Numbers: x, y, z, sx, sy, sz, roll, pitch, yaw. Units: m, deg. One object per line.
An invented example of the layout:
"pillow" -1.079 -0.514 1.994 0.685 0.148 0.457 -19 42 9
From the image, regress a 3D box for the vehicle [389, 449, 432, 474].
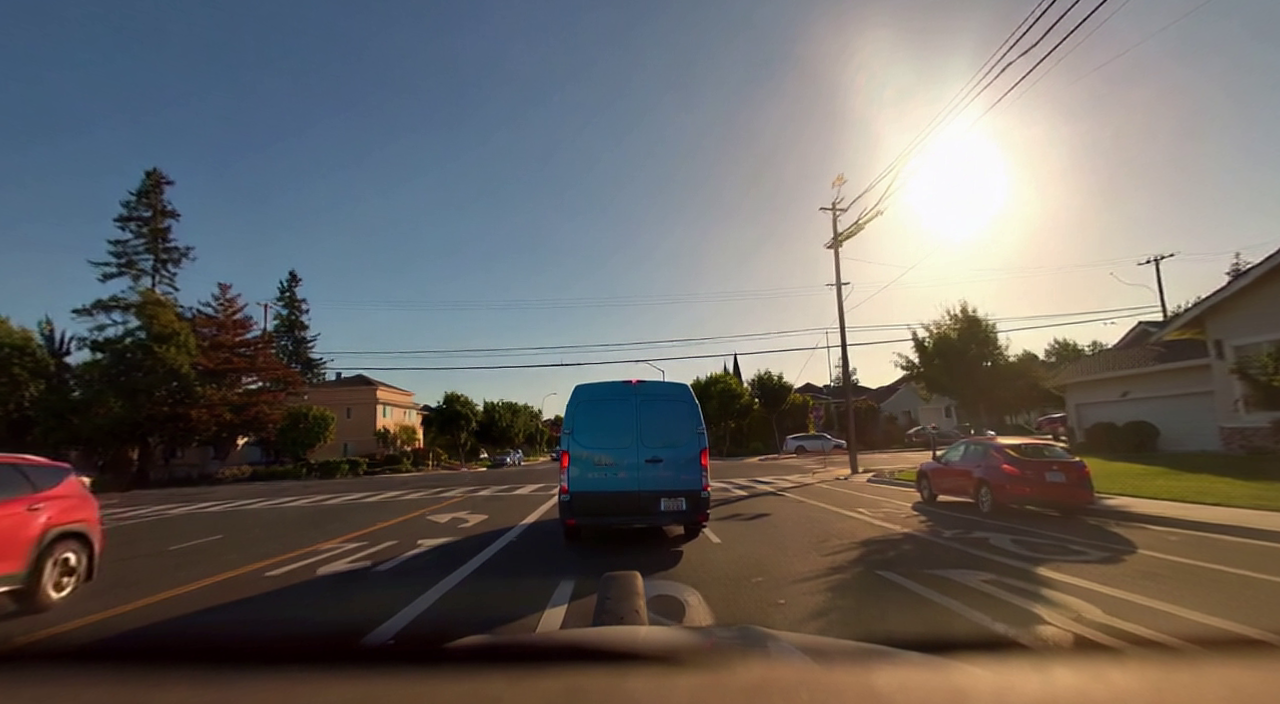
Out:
"vehicle" -17.926 8.556 49.575 1.841 1.769 4.105 0 -9 0

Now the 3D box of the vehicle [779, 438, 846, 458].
"vehicle" 12.972 7.233 47.626 4.483 1.463 1.805 0 -9 0

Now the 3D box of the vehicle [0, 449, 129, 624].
"vehicle" -7.385 1.756 5.646 1.997 1.724 4.417 0 -9 -2

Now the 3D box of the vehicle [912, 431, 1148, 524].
"vehicle" 7.350 2.381 12.558 1.883 1.504 4.220 0 -9 -2

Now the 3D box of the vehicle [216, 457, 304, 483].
"vehicle" -27.273 8.454 45.450 4.972 1.776 2.057 0 -9 -1

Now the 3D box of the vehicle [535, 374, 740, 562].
"vehicle" -0.136 1.678 9.725 2.342 2.142 4.809 0 -9 -3

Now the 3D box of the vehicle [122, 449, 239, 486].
"vehicle" -26.836 6.733 37.053 5.026 2.017 2.215 0 -9 -1

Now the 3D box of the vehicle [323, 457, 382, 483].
"vehicle" -18.340 7.526 40.514 1.816 1.445 4.120 0 -9 1
